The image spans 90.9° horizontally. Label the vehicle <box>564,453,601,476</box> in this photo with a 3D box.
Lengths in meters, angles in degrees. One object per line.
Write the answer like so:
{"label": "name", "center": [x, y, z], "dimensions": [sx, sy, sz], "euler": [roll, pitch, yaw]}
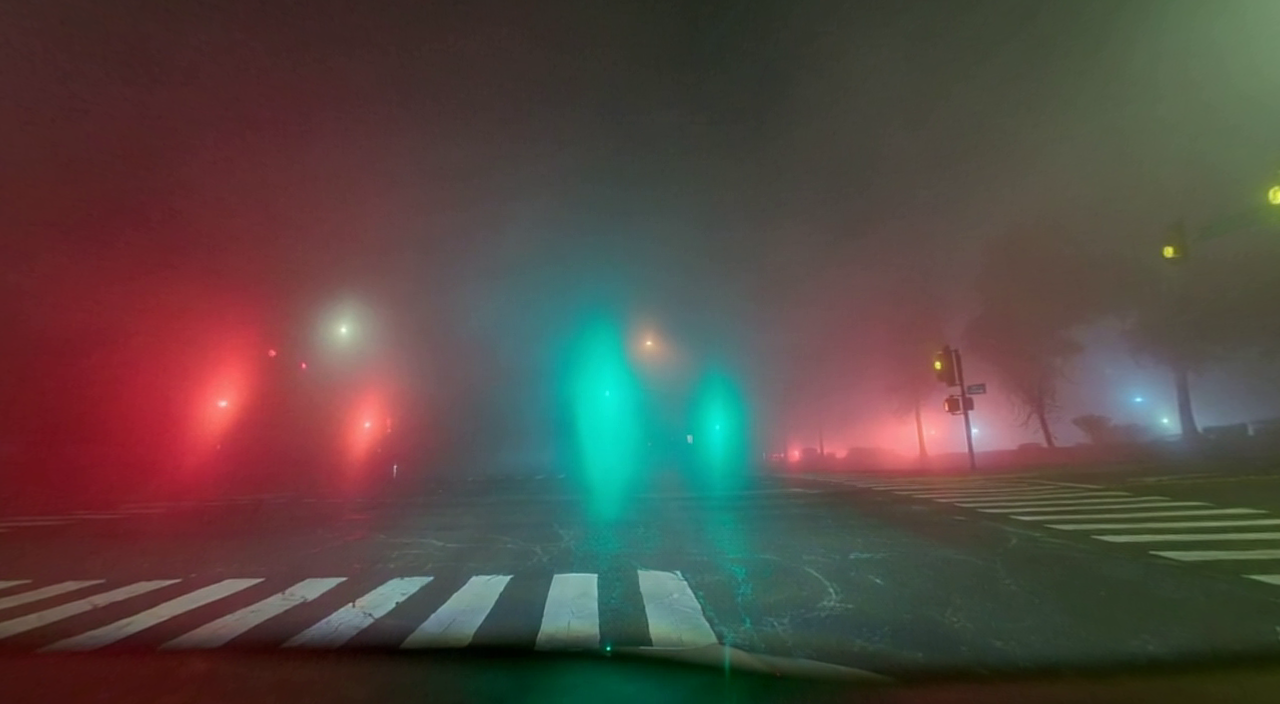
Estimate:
{"label": "vehicle", "center": [-4.480, 8.850, 49.866], "dimensions": [2.030, 1.704, 4.205], "euler": [-1, -8, 7]}
